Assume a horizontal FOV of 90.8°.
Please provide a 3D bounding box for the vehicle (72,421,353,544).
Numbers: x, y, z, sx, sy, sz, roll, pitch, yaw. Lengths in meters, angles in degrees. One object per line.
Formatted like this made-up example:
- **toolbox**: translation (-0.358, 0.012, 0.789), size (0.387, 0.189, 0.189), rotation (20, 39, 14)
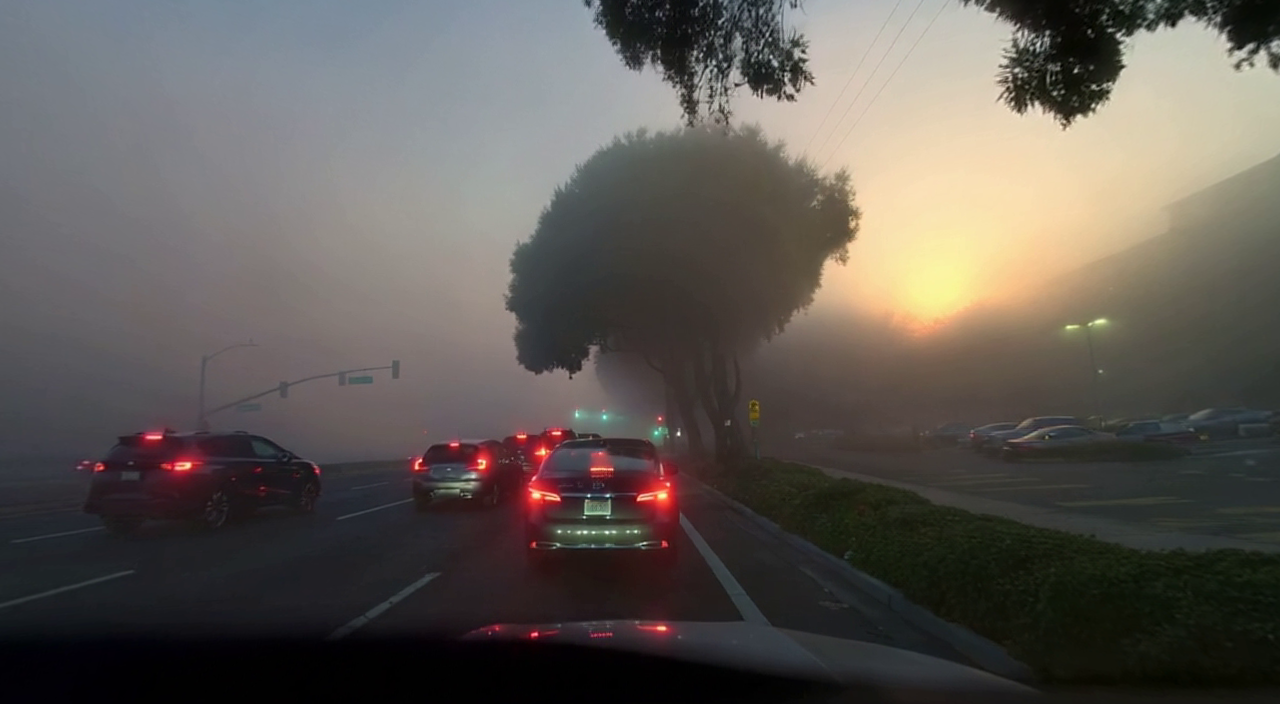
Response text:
- **vehicle**: translation (-7.293, 2.243, 11.500), size (2.068, 1.784, 4.224), rotation (0, -9, 1)

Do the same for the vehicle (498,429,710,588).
- **vehicle**: translation (-0.356, 1.830, 8.216), size (2.066, 1.544, 3.954), rotation (0, -8, 0)

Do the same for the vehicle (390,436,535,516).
- **vehicle**: translation (-3.773, 2.715, 14.416), size (1.913, 1.521, 4.539), rotation (0, -9, 1)
